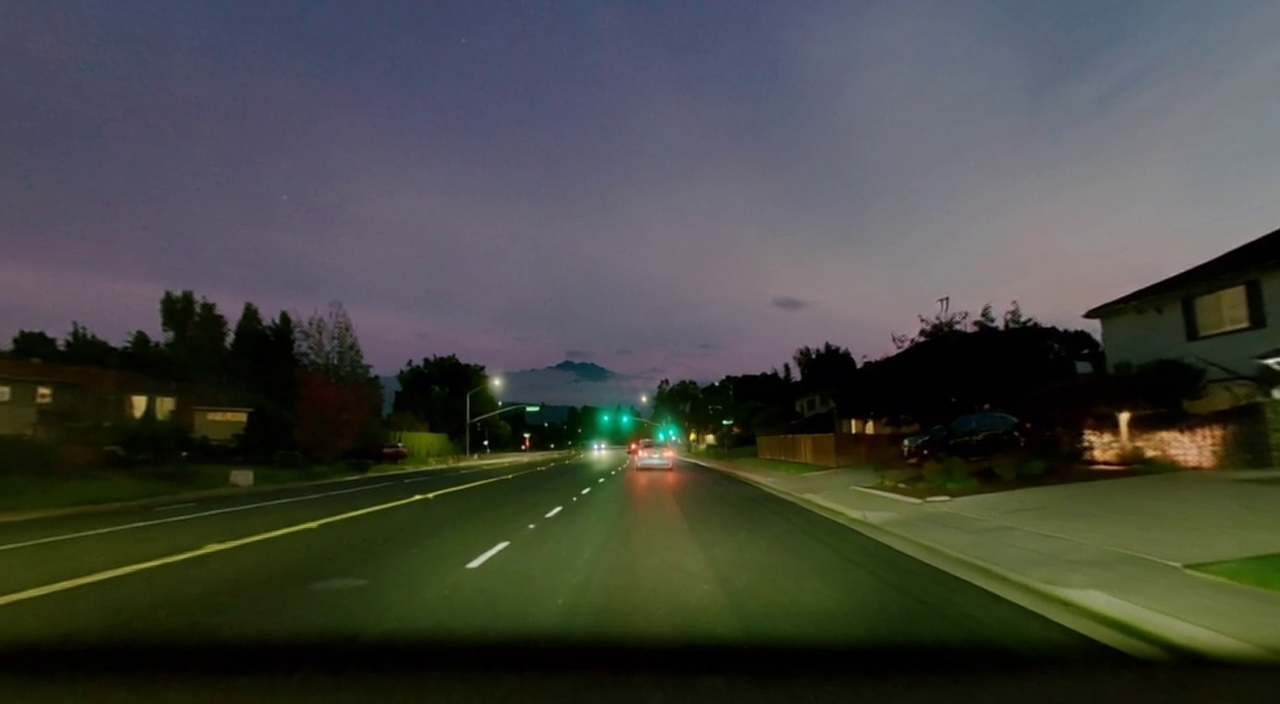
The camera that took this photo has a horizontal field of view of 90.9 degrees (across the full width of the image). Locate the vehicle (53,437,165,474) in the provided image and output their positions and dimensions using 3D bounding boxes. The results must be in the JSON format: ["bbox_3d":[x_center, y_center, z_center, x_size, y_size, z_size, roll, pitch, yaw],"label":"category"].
[{"bbox_3d":[-28.372,5.487,33.666,5.100,1.864,2.490,-4,-9,25],"label":"vehicle"}]

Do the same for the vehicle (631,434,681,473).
[{"bbox_3d":[0.684,4.563,28.342,2.088,1.607,3.903,0,-9,1],"label":"vehicle"}]

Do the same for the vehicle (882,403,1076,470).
[{"bbox_3d":[10.288,2.611,19.400,4.746,1.485,1.916,-6,-8,0],"label":"vehicle"}]
